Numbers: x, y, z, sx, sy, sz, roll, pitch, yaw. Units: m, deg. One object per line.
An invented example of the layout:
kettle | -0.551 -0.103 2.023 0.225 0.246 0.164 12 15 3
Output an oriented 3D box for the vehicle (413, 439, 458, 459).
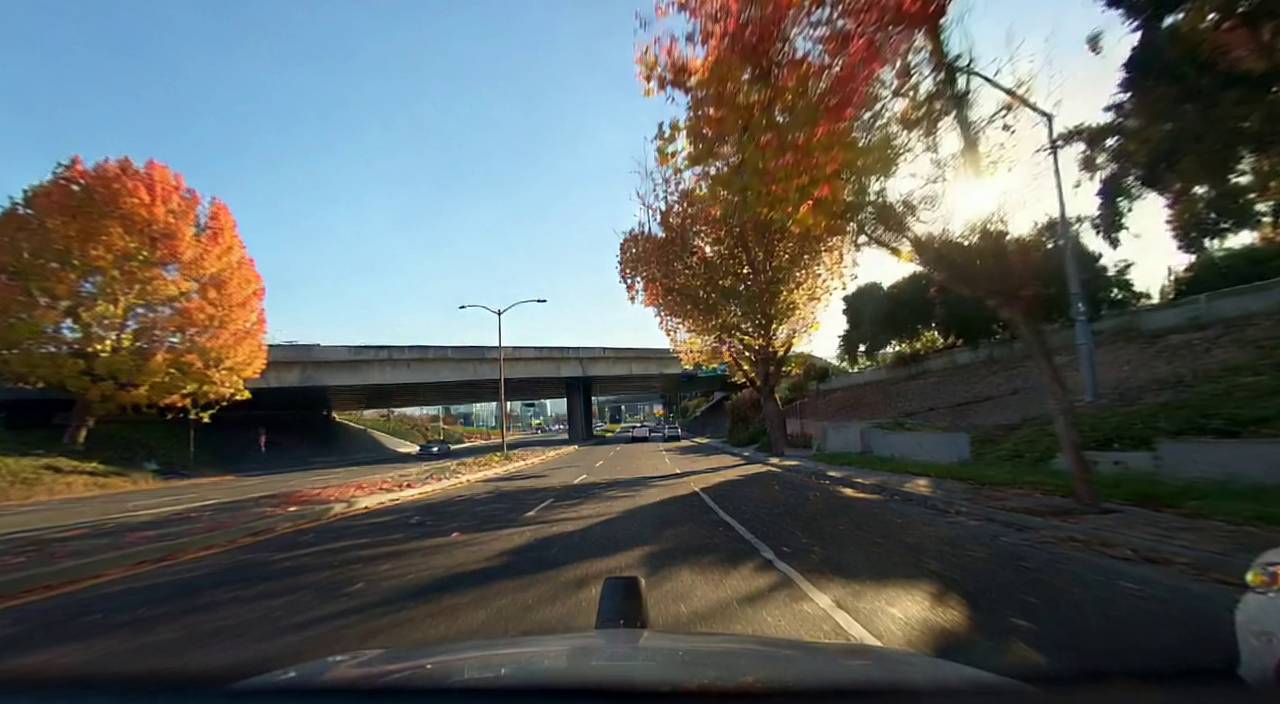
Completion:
vehicle | -15.517 7.403 48.073 1.907 1.488 4.286 -1 -9 2
